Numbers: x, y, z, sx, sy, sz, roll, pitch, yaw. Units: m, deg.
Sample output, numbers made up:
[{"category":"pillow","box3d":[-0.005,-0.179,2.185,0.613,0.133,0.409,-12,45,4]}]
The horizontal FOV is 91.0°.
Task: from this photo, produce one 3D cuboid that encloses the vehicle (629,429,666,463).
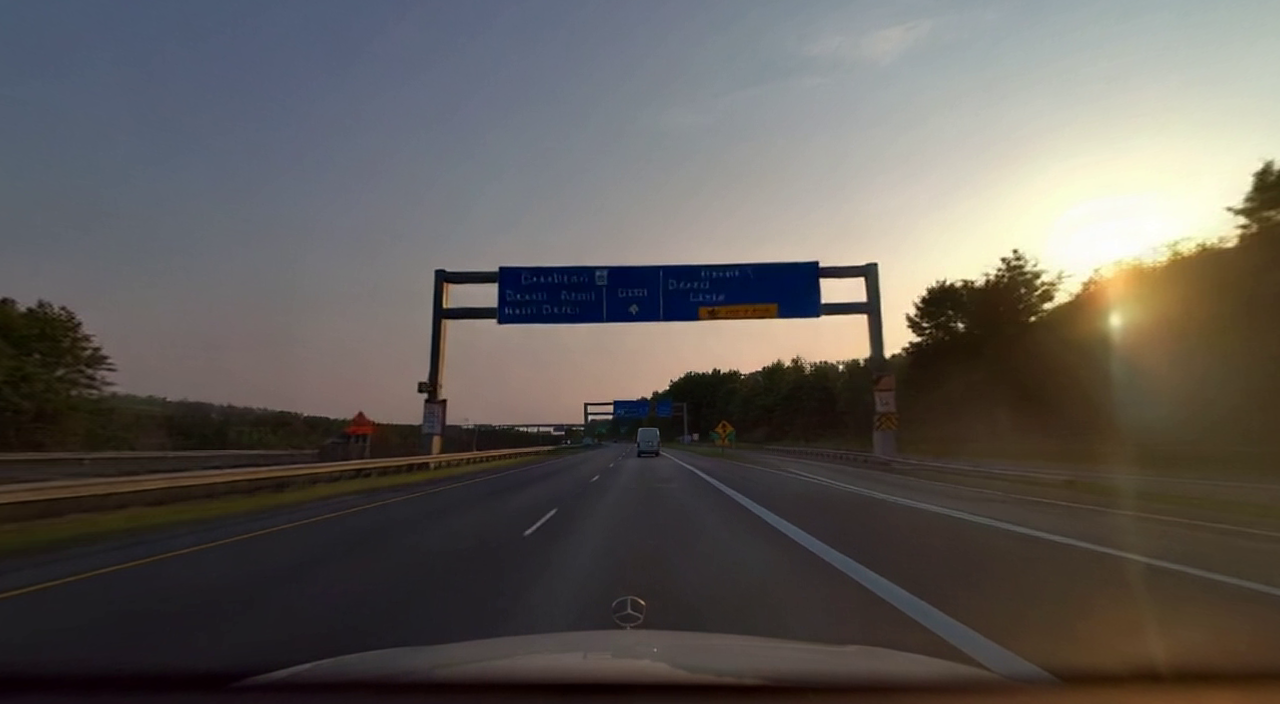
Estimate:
[{"category":"vehicle","box3d":[0.516,6.142,41.243,2.277,2.109,4.922,0,-8,1]}]
